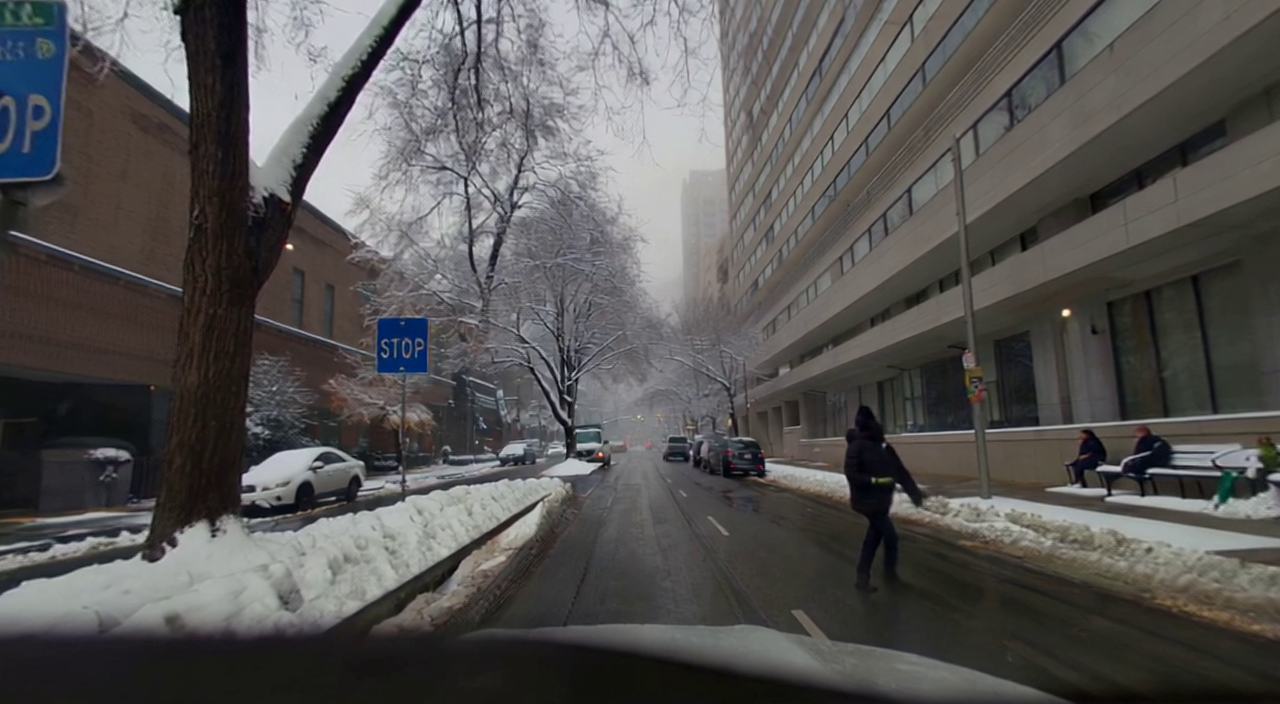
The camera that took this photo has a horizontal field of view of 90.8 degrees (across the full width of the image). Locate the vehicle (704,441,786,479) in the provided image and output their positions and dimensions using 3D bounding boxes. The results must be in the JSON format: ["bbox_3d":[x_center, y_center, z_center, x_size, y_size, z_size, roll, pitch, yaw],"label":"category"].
[{"bbox_3d":[4.585,4.581,27.096,1.858,1.491,4.329,-5,-10,33],"label":"vehicle"}]

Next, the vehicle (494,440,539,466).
[{"bbox_3d":[-8.866,7.275,45.708,2.256,1.802,4.333,0,-8,2],"label":"vehicle"}]

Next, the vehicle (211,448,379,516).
[{"bbox_3d":[-8.797,3.310,16.635,2.007,1.503,4.343,0,-8,-1],"label":"vehicle"}]

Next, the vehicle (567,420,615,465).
[{"bbox_3d":[-2.997,5.778,40.222,2.317,2.596,6.053,0,-8,3],"label":"vehicle"}]
